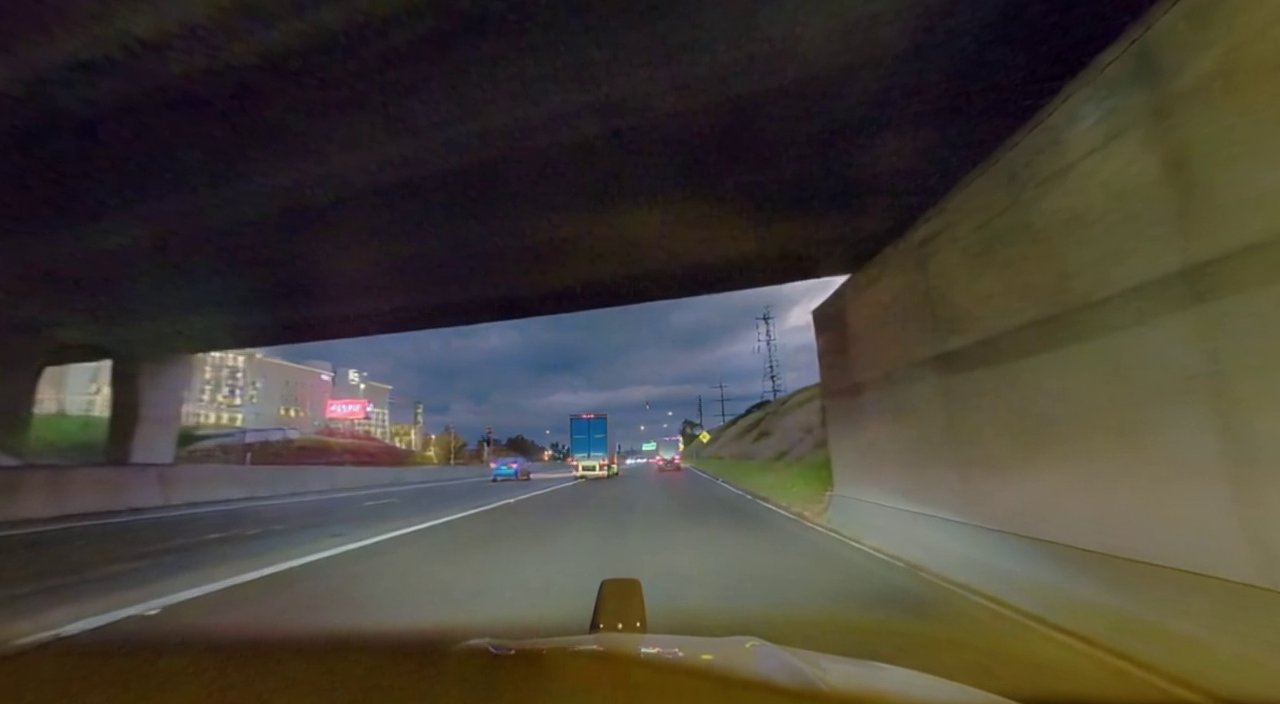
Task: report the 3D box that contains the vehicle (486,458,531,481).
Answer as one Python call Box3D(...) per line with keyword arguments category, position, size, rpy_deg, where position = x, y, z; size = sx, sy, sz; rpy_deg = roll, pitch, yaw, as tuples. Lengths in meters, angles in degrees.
Box3D(category="vehicle", position=(-8.884, 7.985, 43.036), size=(1.940, 1.381, 4.348), rpy_deg=(-1, -9, 3))
